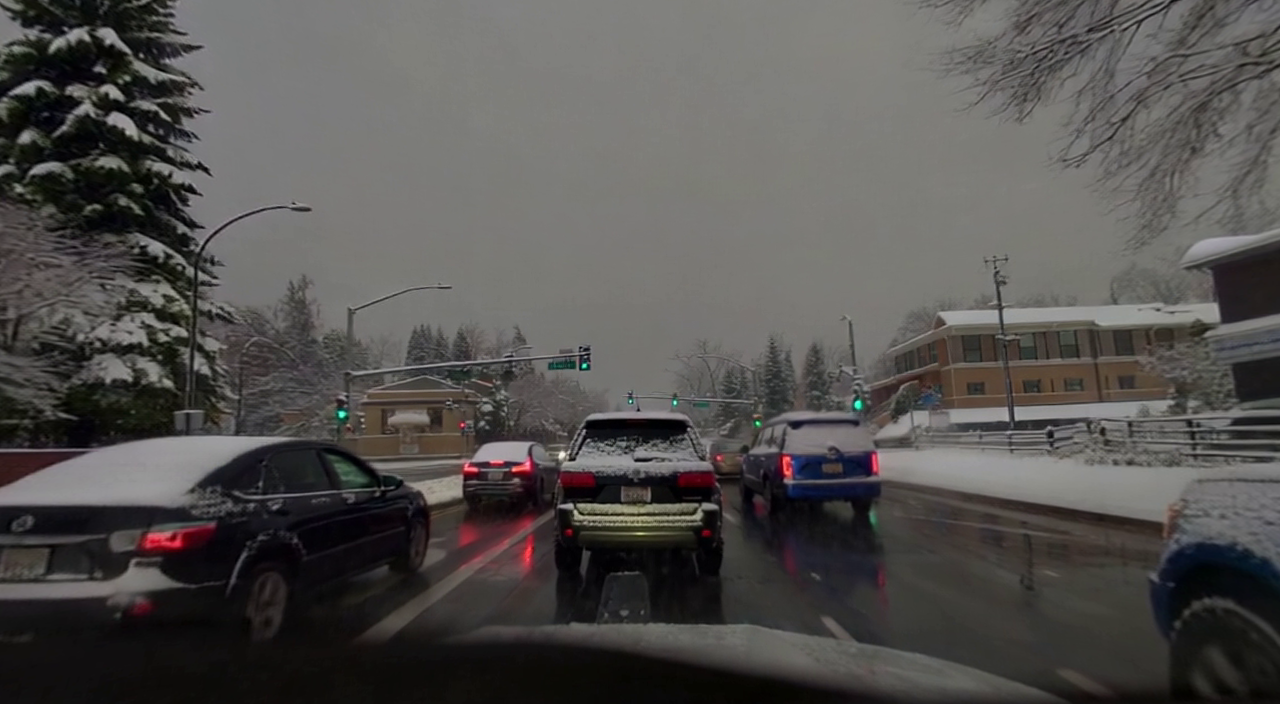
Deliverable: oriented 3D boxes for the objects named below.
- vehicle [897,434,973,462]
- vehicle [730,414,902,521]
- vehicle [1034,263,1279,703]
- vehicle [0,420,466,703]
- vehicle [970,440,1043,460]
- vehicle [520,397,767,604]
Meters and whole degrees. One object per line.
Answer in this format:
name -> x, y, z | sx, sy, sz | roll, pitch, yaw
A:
vehicle -> 21.357, 6.964, 45.758 | 4.437, 1.863, 2.068 | 0, -6, 3
vehicle -> 3.530, 2.470, 14.052 | 2.408, 1.908, 5.355 | 0, -8, 1
vehicle -> 3.321, 0.395, 0.240 | 2.571, 1.857, 5.841 | 0, -8, 0
vehicle -> -3.151, 1.436, 5.557 | 1.909, 1.476, 4.751 | 0, -8, -1
vehicle -> 26.358, 7.049, 45.395 | 4.180, 1.376, 1.583 | 0, -8, 2
vehicle -> 0.043, 1.566, 7.449 | 2.113, 1.768, 3.901 | 0, -8, 0
